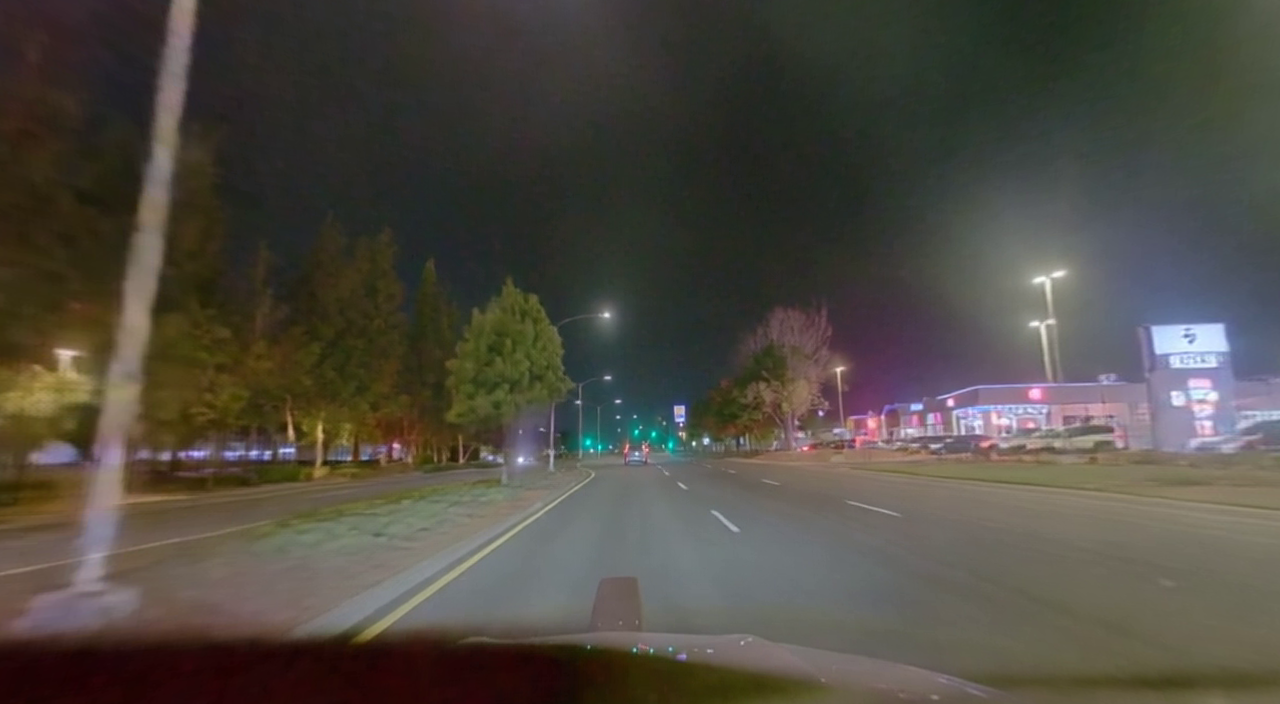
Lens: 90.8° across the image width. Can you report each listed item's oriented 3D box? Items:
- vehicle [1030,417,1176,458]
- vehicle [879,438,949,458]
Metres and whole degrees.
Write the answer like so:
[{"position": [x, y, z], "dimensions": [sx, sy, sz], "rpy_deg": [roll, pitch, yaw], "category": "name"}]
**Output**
[{"position": [20.180, 3.773, 27.756], "dimensions": [4.586, 1.668, 2.113], "rpy_deg": [-1, -8, 6], "category": "vehicle"}, {"position": [20.713, 7.266, 47.832], "dimensions": [4.396, 1.450, 1.956], "rpy_deg": [-1, -8, 3], "category": "vehicle"}]
